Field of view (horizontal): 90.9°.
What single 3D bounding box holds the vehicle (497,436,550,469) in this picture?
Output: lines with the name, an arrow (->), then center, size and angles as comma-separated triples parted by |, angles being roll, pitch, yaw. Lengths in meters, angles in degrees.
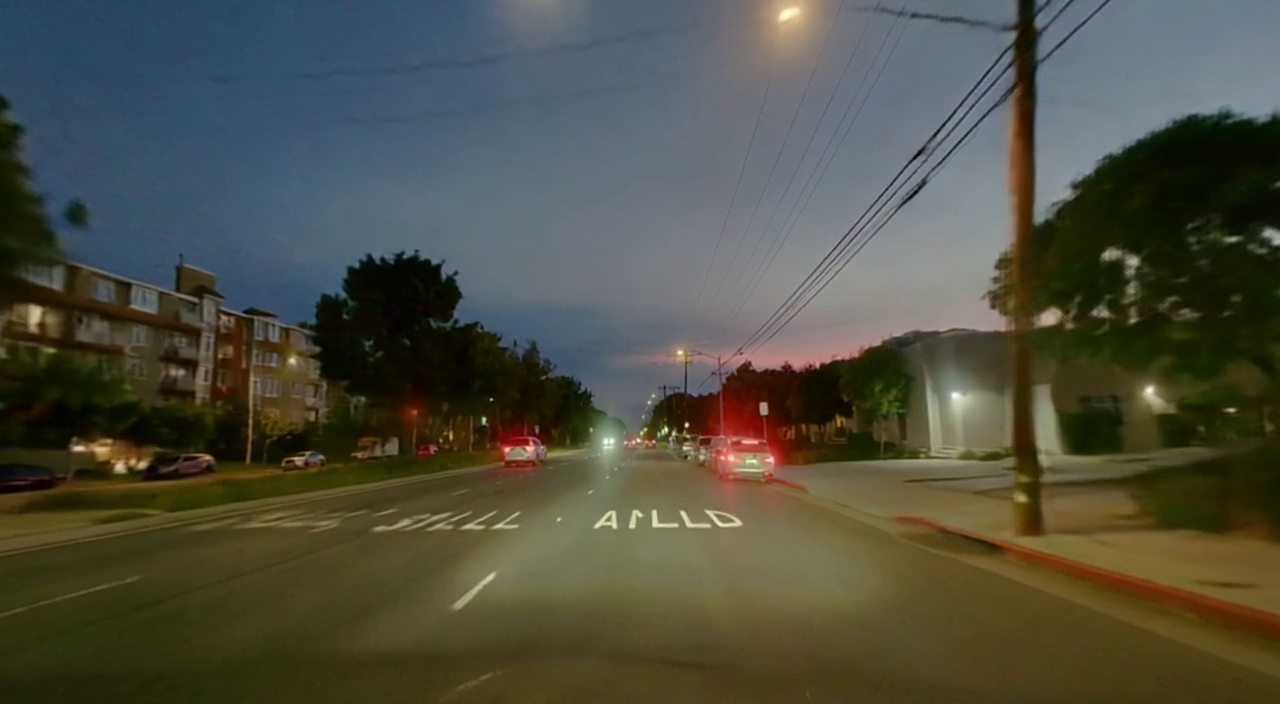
vehicle -> -6.403, 5.548, 35.028 | 2.000, 1.671, 4.497 | 0, -8, 1

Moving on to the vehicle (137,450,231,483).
vehicle -> -25.742, 6.448, 35.832 | 1.959, 1.707, 4.481 | 0, -8, 0

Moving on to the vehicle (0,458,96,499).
vehicle -> -25.859, 5.246, 26.476 | 1.935, 1.487, 4.600 | 0, -8, 0

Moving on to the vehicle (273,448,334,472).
vehicle -> -25.693, 8.227, 48.372 | 2.121, 1.699, 4.506 | 0, -8, 1

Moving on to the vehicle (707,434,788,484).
vehicle -> 3.637, 3.705, 22.218 | 2.048, 1.556, 4.753 | 0, -8, 0
